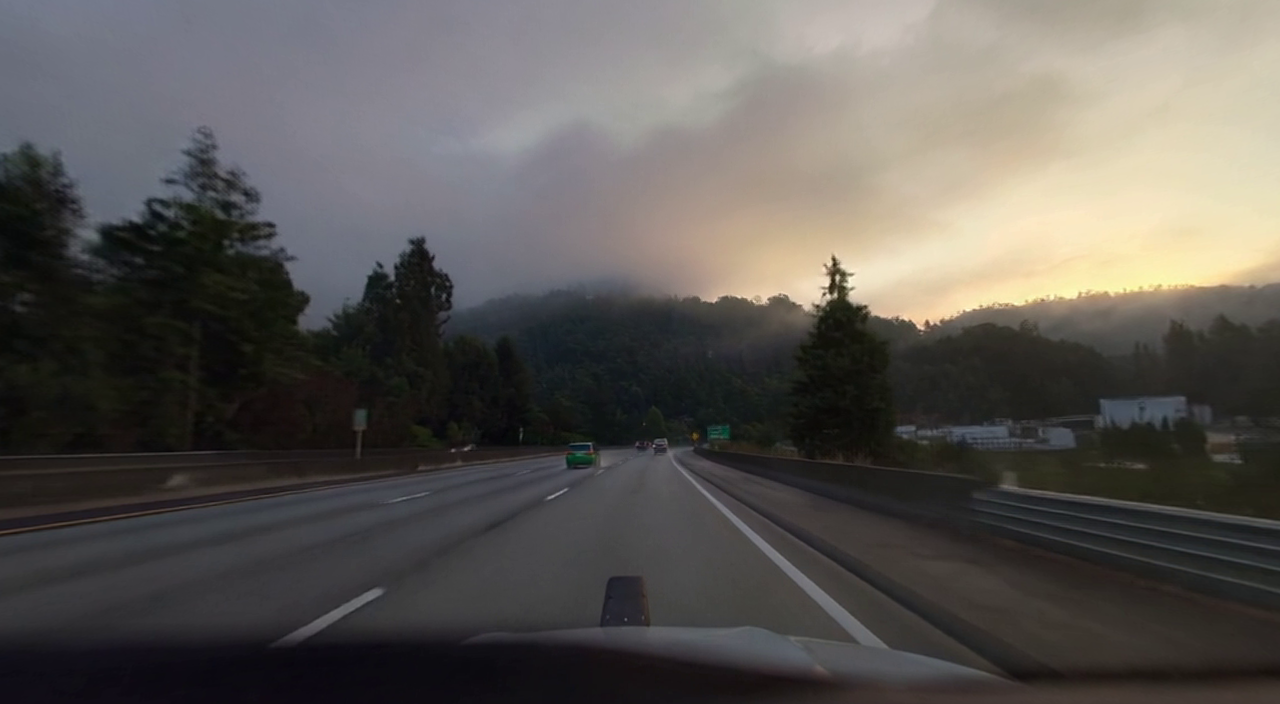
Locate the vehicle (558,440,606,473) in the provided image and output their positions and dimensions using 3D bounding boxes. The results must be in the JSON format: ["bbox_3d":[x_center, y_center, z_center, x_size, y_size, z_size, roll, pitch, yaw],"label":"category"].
[{"bbox_3d":[-2.923,5.356,32.534,2.015,1.561,4.469,0,-8,0],"label":"vehicle"}]
